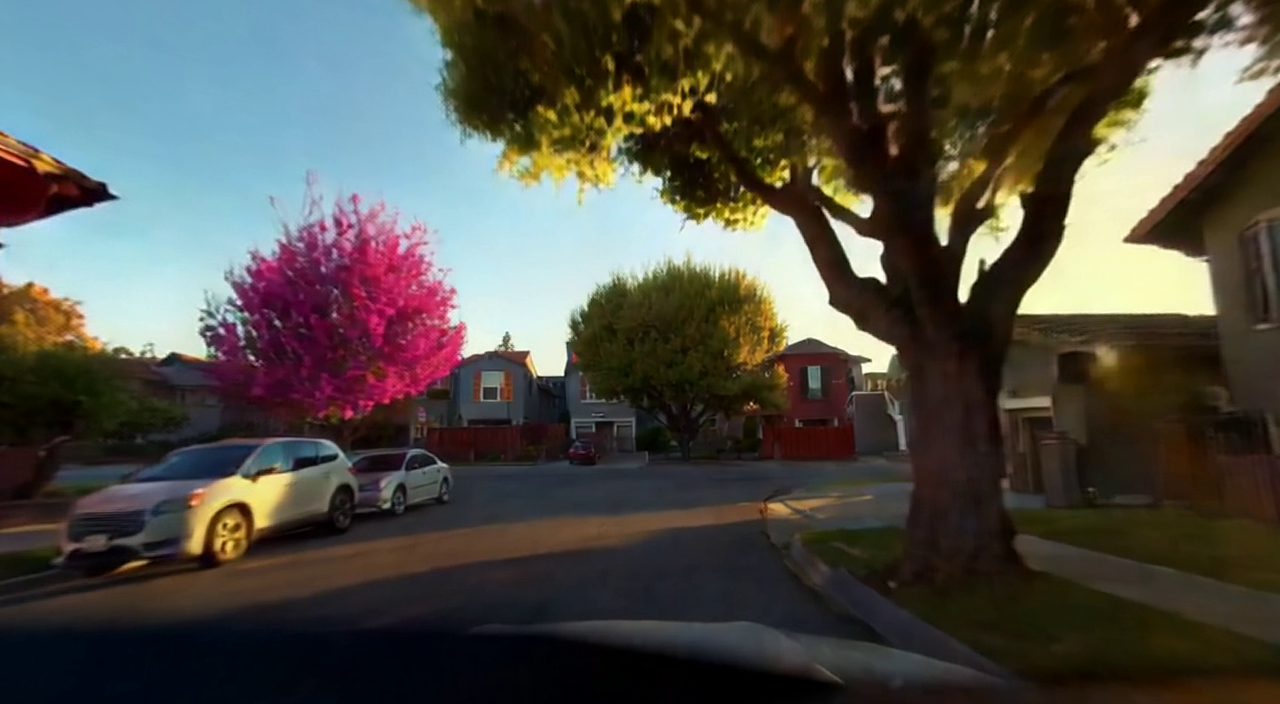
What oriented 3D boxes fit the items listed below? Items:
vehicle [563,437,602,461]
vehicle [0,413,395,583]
[{"bbox_3d":[-3.722,6.429,41.608,1.968,1.491,4.486,0,-9,2],"label":"vehicle"},{"bbox_3d":[-5.702,1.914,9.139,2.139,1.783,4.717,-1,-9,4],"label":"vehicle"}]
